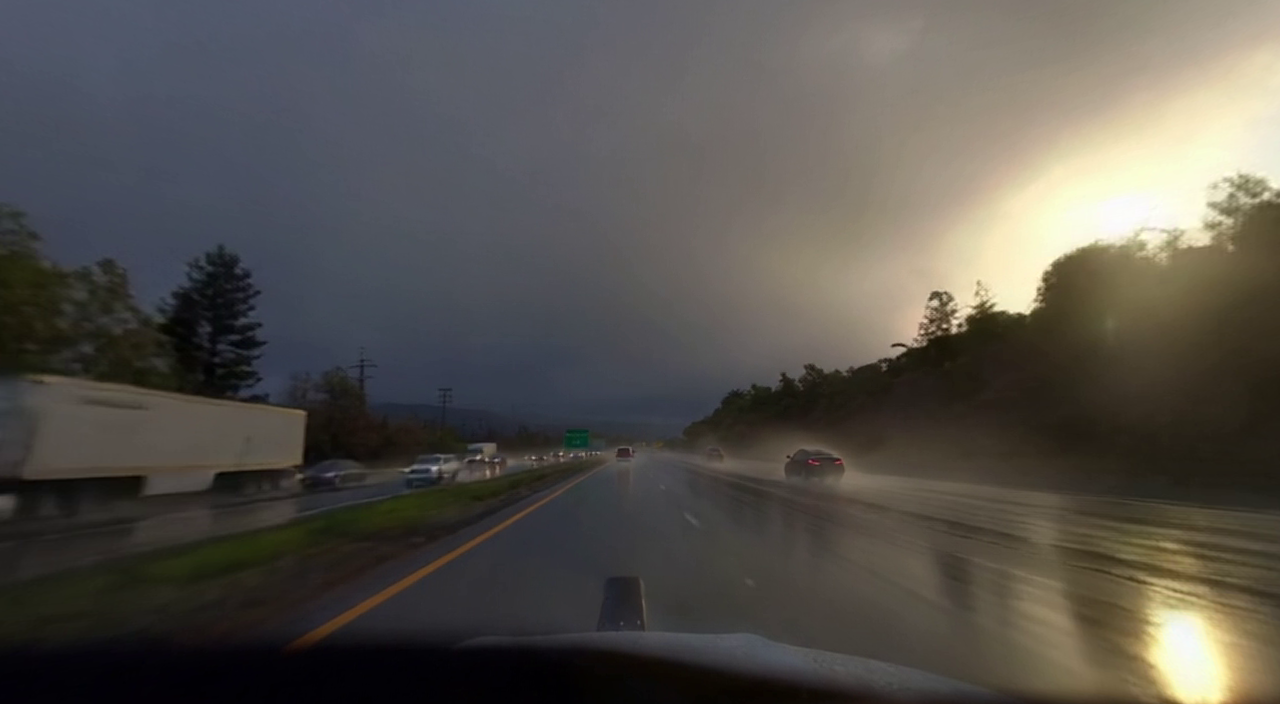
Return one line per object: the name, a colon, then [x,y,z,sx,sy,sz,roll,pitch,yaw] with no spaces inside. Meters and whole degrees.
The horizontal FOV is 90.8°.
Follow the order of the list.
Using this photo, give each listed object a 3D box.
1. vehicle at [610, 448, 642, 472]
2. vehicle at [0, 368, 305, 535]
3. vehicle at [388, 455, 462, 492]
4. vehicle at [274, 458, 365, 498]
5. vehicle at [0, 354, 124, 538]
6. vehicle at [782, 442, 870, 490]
vehicle: [-0.935,7.339,42.927,2.021,1.507,4.272,0,-9,-1]
vehicle: [-16.999,3.476,22.193,2.933,4.011,13.984,0,-9,-1]
vehicle: [-9.348,5.275,27.759,1.871,1.472,3.866,0,-9,0]
vehicle: [-13.779,5.421,27.421,1.807,1.535,4.105,0,-9,-1]
vehicle: [-16.854,2.291,15.322,3.339,4.325,5.934,0,-9,-1]
vehicle: [6.681,4.135,23.158,1.903,1.566,3.866,0,-9,-2]
